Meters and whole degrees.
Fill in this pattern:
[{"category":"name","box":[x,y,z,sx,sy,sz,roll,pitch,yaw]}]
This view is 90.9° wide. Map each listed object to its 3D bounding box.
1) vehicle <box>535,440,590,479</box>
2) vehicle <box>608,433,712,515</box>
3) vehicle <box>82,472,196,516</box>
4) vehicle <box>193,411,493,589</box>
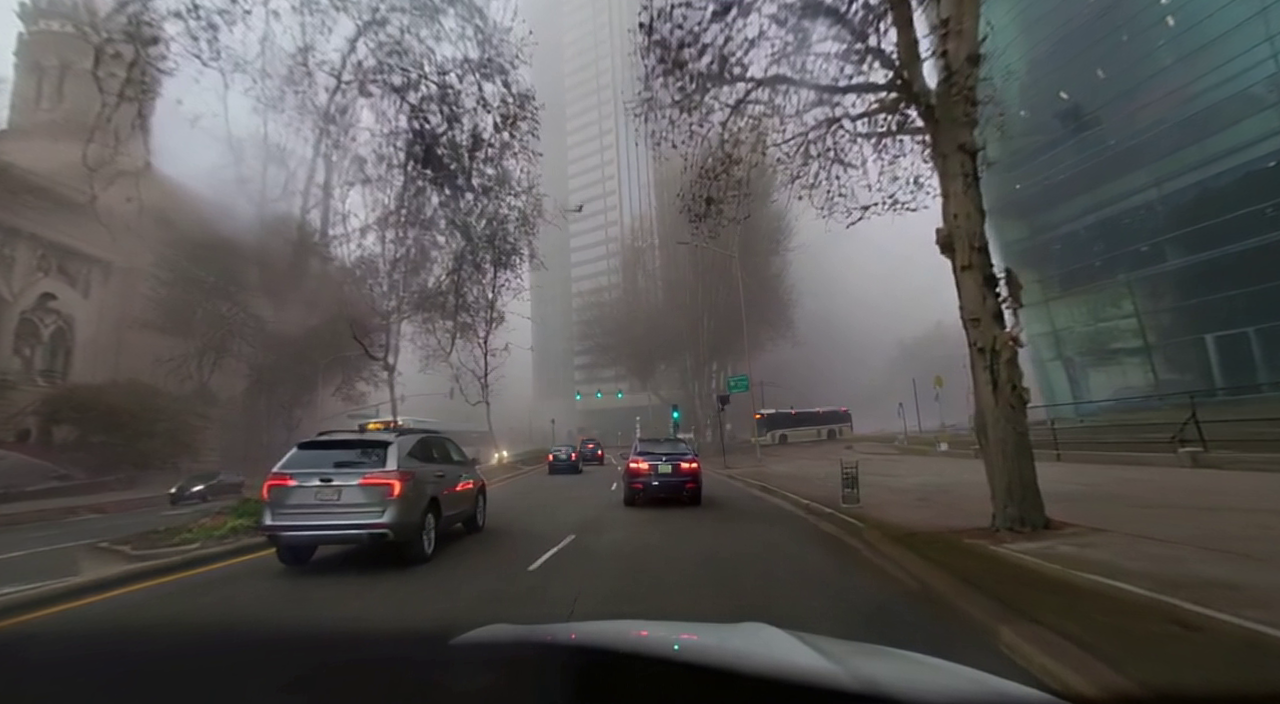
[{"category":"vehicle","box":[-3.302,4.670,27.635,1.961,1.517,4.202,0,-9,-1]},{"category":"vehicle","box":[0.309,2.561,13.678,1.933,1.504,3.802,0,-9,-2]},{"category":"vehicle","box":[-24.405,6.880,30.980,2.010,1.791,4.518,1,-9,-3]},{"category":"vehicle","box":[-3.218,1.666,7.802,1.848,1.641,3.686,0,-9,1]}]
